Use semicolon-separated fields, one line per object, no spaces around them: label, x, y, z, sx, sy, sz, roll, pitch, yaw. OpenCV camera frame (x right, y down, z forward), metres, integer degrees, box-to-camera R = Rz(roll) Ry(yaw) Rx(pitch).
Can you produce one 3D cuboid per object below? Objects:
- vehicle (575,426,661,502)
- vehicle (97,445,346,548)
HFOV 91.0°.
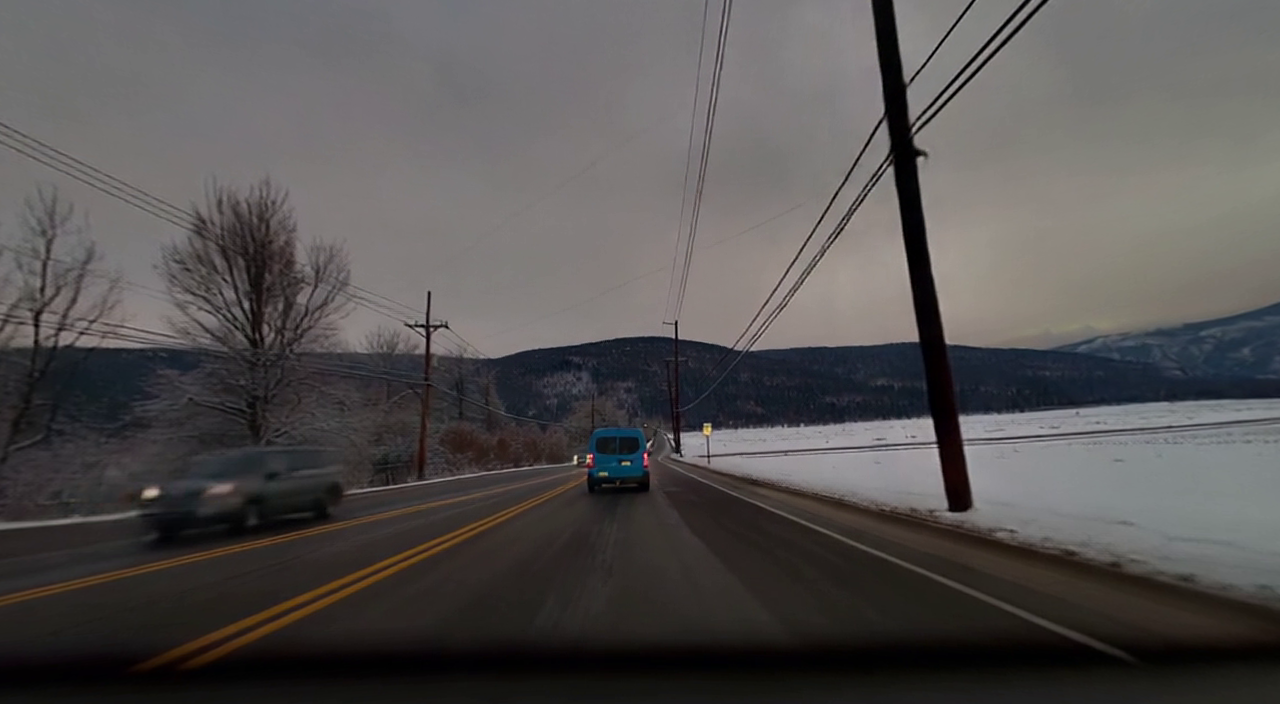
vehicle;-0.659;3.554;20.340;2.454;2.144;4.535;0;-9;-1
vehicle;-9.300;3.166;14.727;2.089;1.946;4.979;-1;-9;5
